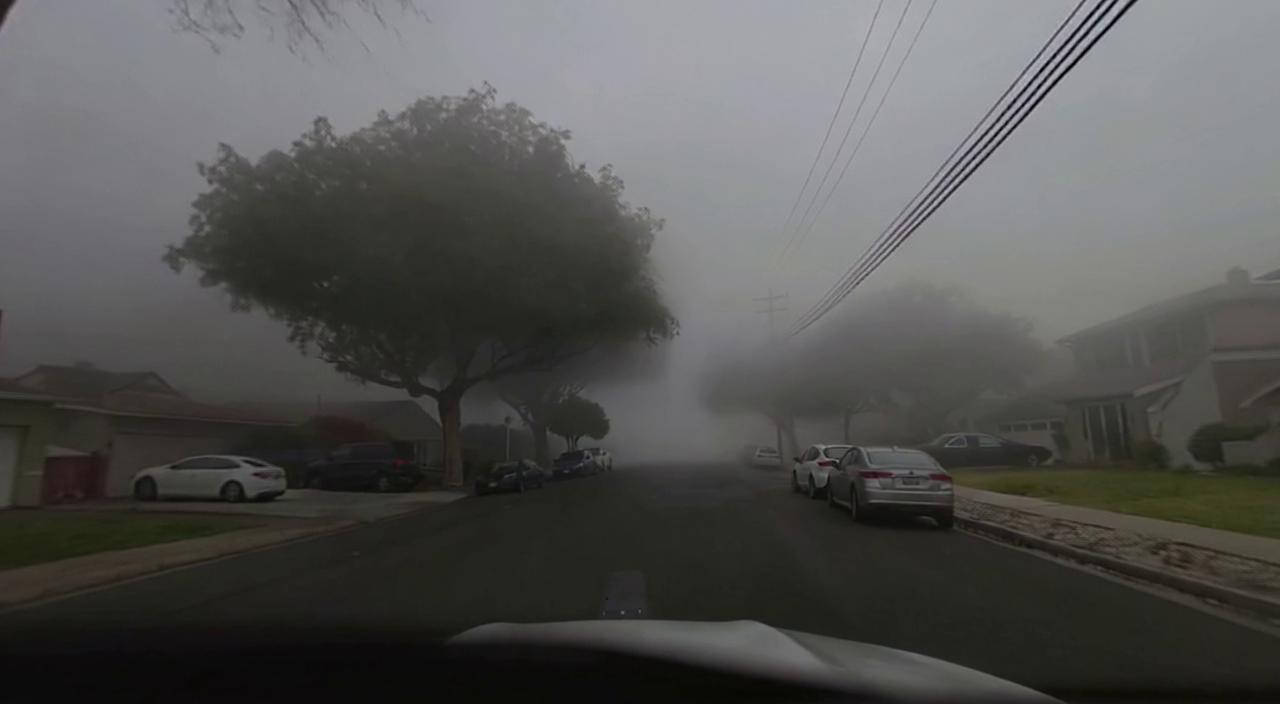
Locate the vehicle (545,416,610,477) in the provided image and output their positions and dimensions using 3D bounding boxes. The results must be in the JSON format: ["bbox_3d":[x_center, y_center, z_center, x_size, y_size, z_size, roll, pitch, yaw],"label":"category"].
[{"bbox_3d":[-3.125,4.962,33.283,2.199,2.902,5.848,-1,-8,6],"label":"vehicle"}]

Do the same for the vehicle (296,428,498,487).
[{"bbox_3d":[-8.809,3.842,23.302,6.488,2.009,2.354,-1,-8,6],"label":"vehicle"}]

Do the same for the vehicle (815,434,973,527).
[{"bbox_3d":[4.592,2.332,12.063,1.845,1.453,3.792,-1,-8,7],"label":"vehicle"}]

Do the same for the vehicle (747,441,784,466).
[{"bbox_3d":[7.665,6.222,38.865,1.743,1.440,3.732,-1,-8,4],"label":"vehicle"}]

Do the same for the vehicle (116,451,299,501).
[{"bbox_3d":[-13.325,3.816,19.645,4.481,1.420,1.712,0,-8,4],"label":"vehicle"}]

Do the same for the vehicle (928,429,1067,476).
[{"bbox_3d":[13.269,3.742,23.683,4.075,1.674,1.811,-1,-9,8],"label":"vehicle"}]
